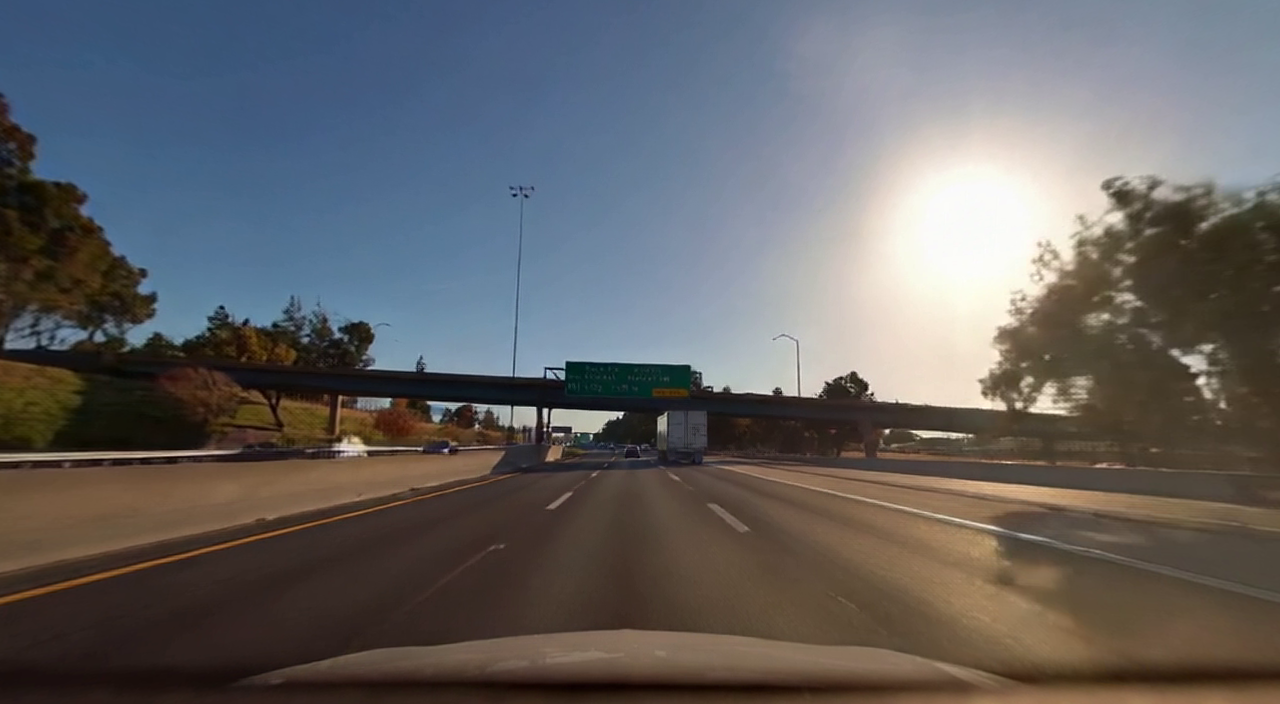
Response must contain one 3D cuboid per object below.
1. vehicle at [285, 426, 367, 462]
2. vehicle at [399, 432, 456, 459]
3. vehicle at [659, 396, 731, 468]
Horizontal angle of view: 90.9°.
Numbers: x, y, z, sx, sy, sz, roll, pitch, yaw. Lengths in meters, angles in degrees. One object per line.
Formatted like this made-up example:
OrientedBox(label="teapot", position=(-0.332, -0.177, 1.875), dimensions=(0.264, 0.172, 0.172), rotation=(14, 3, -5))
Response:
OrientedBox(label="vehicle", position=(-16.133, 4.789, 32.655), dimensions=(1.983, 1.699, 4.341), rotation=(0, -9, 0))
OrientedBox(label="vehicle", position=(-12.703, 5.652, 37.943), dimensions=(1.887, 1.488, 4.397), rotation=(0, -9, -1))
OrientedBox(label="vehicle", position=(3.485, 5.847, 44.658), dimensions=(3.323, 4.262, 14.056), rotation=(1, -9, -2))
